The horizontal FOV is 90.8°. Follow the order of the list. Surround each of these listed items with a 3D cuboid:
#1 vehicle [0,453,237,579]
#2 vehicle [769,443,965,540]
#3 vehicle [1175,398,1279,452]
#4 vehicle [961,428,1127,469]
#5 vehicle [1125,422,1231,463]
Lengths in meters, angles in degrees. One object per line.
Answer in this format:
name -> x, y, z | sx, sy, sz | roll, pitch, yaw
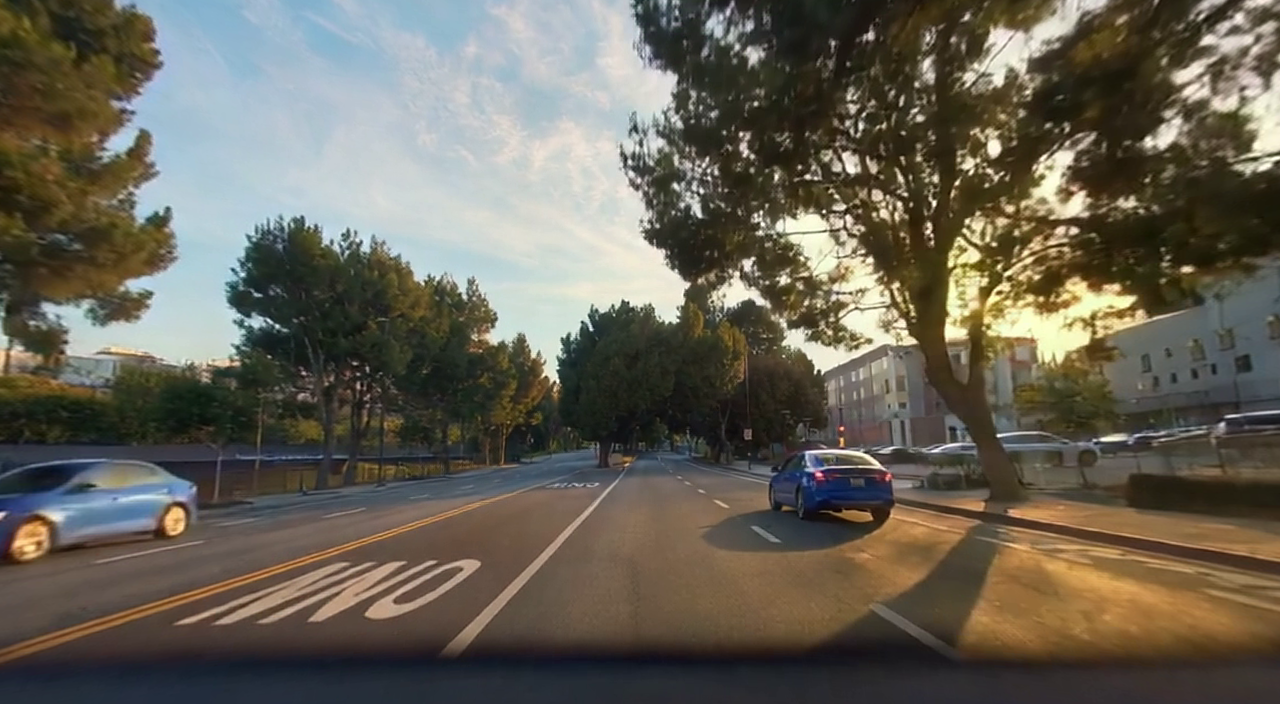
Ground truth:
vehicle -> -9.509, 2.582, 10.837 | 1.937, 1.624, 4.913 | 0, -9, 0
vehicle -> 4.034, 2.535, 12.204 | 2.114, 1.493, 4.430 | 0, -9, 0
vehicle -> 30.022, 3.581, 30.538 | 2.279, 2.416, 6.795 | 0, -9, -1
vehicle -> 19.151, 4.605, 30.255 | 6.156, 1.801, 2.491 | -1, -9, 2
vehicle -> 34.606, 5.851, 40.899 | 2.369, 2.475, 5.128 | 0, -8, 2
